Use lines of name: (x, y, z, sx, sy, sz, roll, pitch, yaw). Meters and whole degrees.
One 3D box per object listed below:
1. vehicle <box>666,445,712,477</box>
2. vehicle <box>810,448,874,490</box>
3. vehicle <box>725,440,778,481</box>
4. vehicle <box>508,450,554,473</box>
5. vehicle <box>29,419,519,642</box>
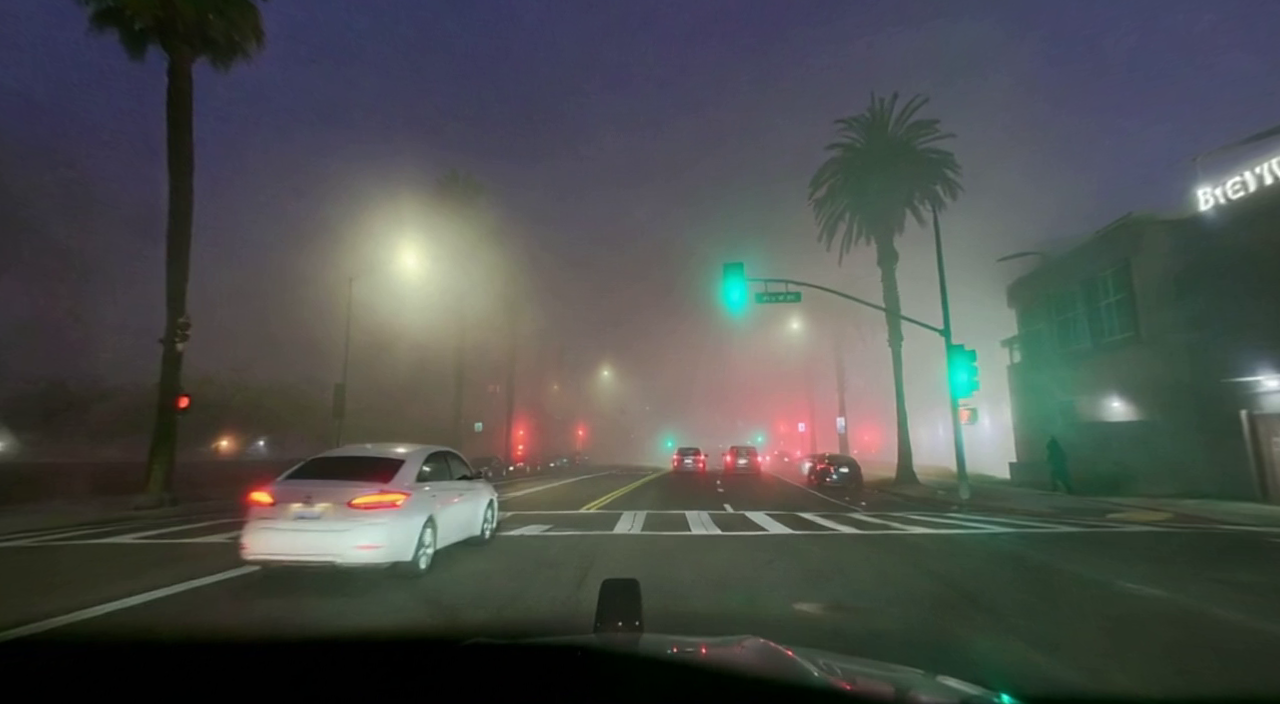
vehicle: (2.455, 5.316, 31.210, 2.088, 1.452, 3.993, -1, -8, 6)
vehicle: (8.421, 4.868, 26.695, 1.914, 1.560, 4.278, -2, -8, 9)
vehicle: (5.072, 4.980, 29.294, 2.003, 1.702, 4.288, -1, -8, 5)
vehicle: (-8.139, 8.267, 47.394, 2.188, 1.490, 4.511, -4, -12, 7)
vehicle: (-3.216, 1.661, 7.156, 2.204, 1.584, 4.921, -1, -8, 7)
